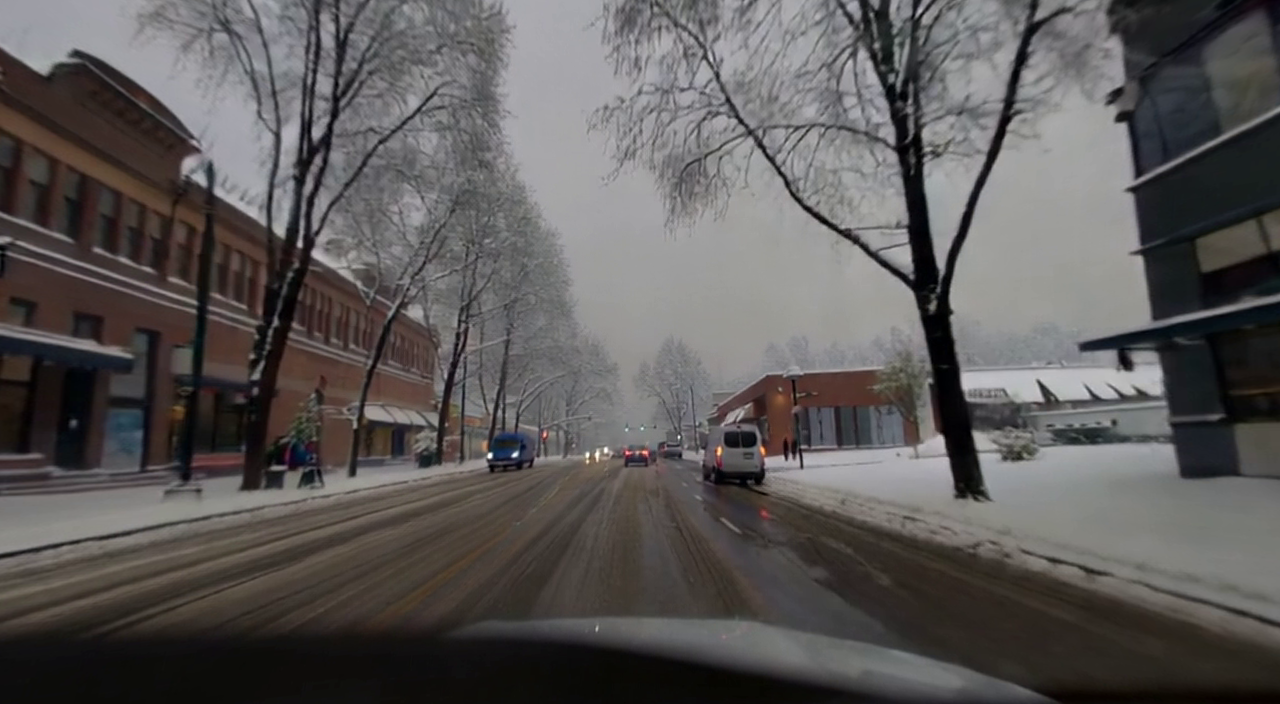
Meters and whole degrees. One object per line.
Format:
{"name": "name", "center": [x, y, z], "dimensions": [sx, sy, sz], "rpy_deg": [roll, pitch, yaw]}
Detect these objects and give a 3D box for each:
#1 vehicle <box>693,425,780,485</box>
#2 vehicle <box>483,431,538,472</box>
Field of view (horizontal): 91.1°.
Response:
{"name": "vehicle", "center": [3.470, 3.811, 23.772], "dimensions": [2.357, 1.986, 5.136], "rpy_deg": [0, -8, -2]}
{"name": "vehicle", "center": [-8.812, 6.789, 43.377], "dimensions": [2.348, 2.588, 5.860], "rpy_deg": [0, -8, 1]}
